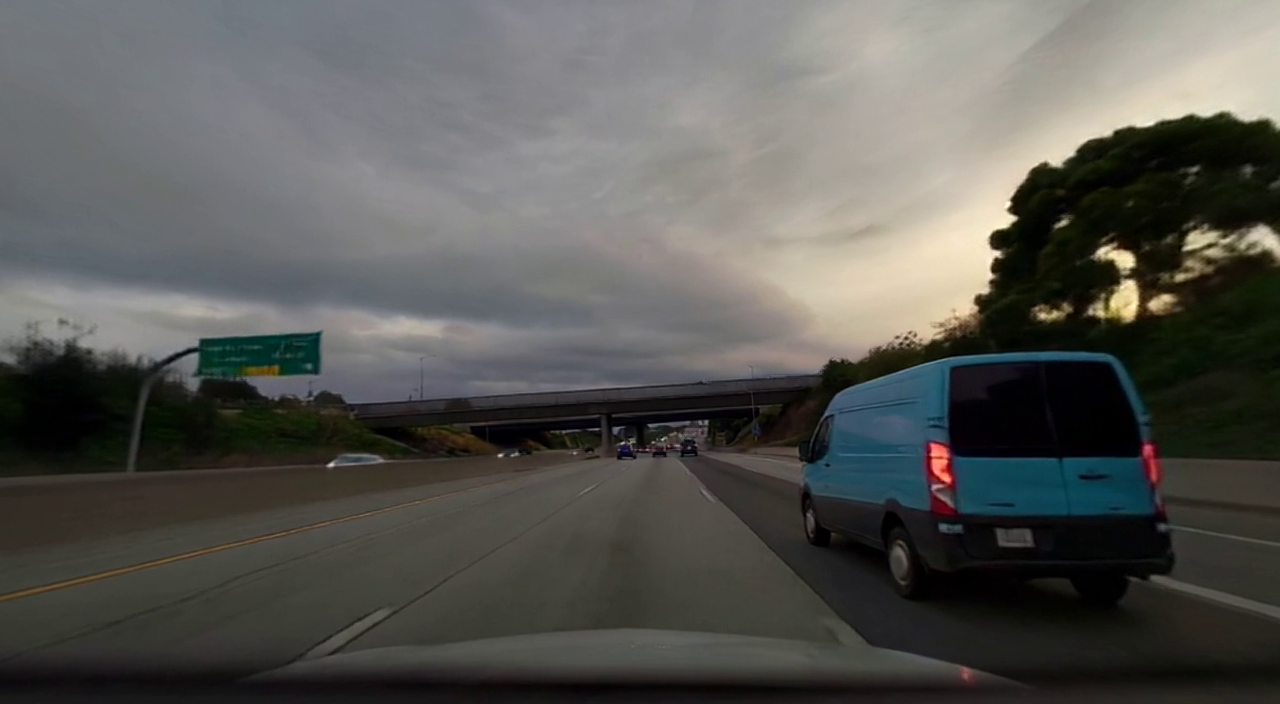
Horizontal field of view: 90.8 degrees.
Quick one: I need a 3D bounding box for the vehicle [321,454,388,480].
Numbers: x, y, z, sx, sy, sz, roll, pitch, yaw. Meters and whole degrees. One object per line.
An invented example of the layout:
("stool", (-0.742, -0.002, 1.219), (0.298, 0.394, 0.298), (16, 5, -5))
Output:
("vehicle", (-18.978, 7.644, 42.299), (1.861, 1.592, 5.157), (-1, -8, 3))
